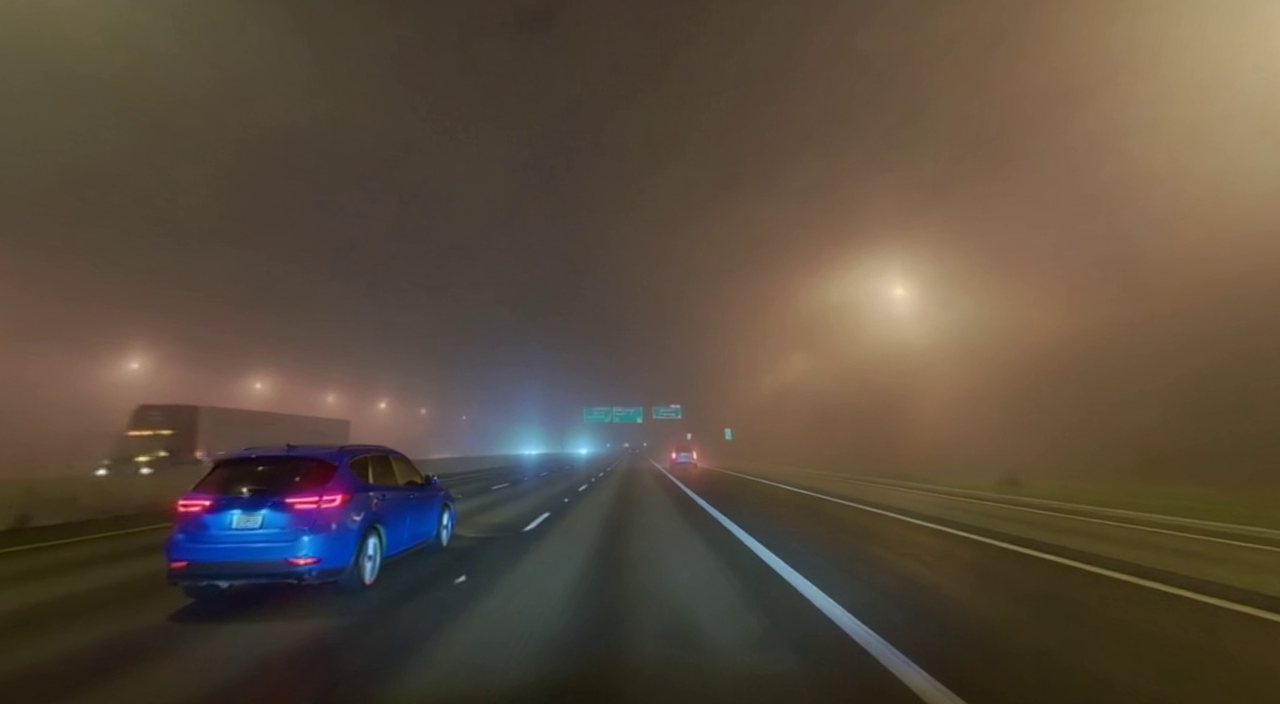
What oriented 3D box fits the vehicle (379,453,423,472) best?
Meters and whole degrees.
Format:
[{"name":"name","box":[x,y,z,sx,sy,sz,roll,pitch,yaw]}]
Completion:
[{"name":"vehicle","box":[-18.822,8.695,49.676,1.843,1.430,4.316,0,-9,0]}]

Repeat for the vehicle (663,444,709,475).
[{"name":"vehicle","box":[2.388,5.708,33.632,2.055,1.501,4.321,0,-9,-1]}]

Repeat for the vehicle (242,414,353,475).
[{"name":"vehicle","box":[-23.182,6.392,43.267,2.827,3.758,8.343,0,-9,0]}]

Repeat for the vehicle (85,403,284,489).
[{"name":"vehicle","box":[-23.092,4.931,33.023,2.988,3.779,10.024,0,-9,-1]}]
